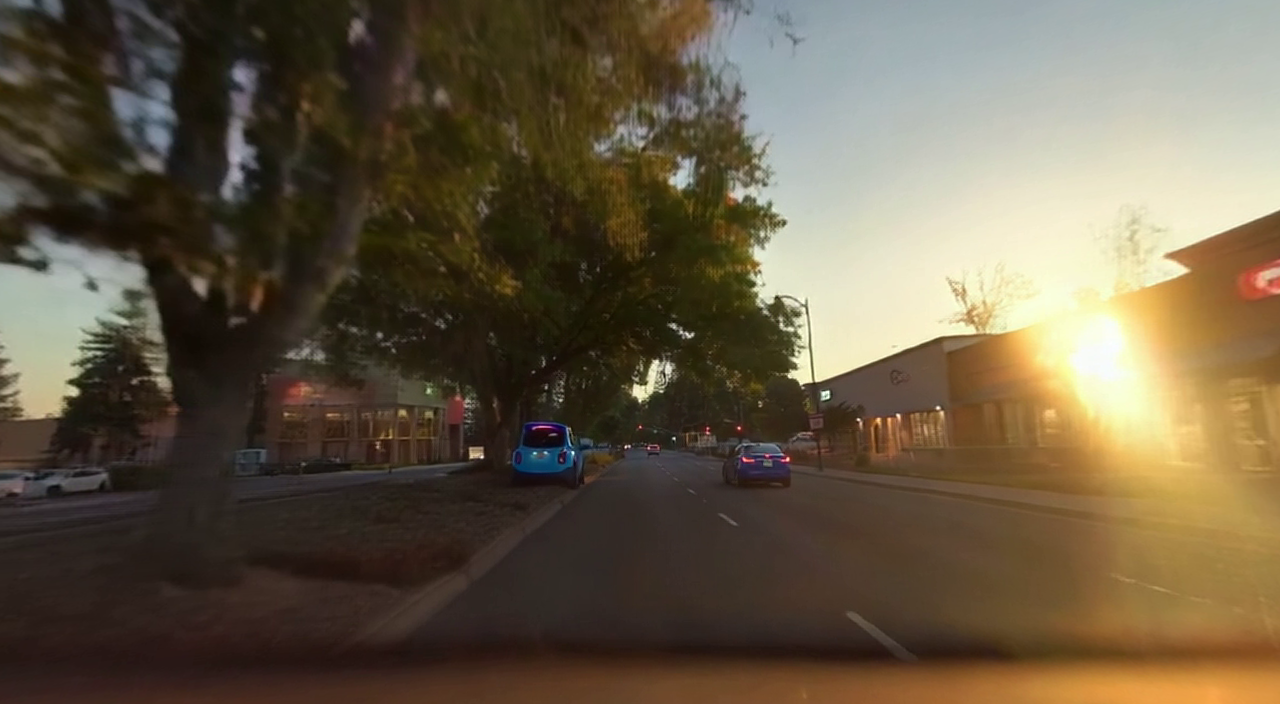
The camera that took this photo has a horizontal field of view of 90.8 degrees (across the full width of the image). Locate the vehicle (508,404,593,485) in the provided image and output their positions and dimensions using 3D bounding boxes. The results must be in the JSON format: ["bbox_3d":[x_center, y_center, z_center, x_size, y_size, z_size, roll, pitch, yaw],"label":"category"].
[{"bbox_3d":[-3.338,3.672,25.009,2.443,2.784,5.862,0,-9,1],"label":"vehicle"}]

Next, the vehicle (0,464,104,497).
[{"bbox_3d":[-31.404,6.793,33.454,4.225,1.449,1.819,1,-9,-28],"label":"vehicle"}]

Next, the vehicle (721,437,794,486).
[{"bbox_3d":[4.294,4.066,23.755,1.869,1.646,4.166,0,-9,-1],"label":"vehicle"}]
